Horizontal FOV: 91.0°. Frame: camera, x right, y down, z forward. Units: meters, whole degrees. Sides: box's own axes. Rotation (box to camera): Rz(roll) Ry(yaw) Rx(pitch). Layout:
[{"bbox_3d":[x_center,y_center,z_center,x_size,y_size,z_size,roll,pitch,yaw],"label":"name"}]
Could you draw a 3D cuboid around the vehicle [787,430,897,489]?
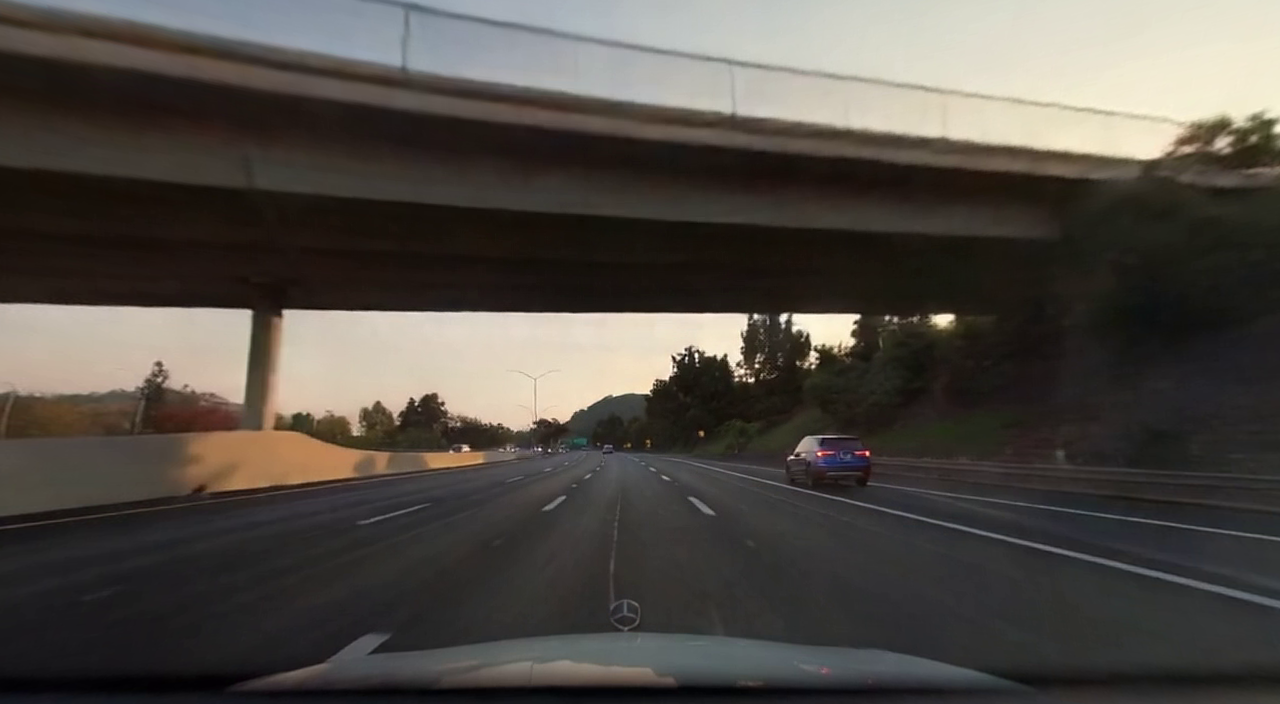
[{"bbox_3d":[6.515,3.519,20.907,2.091,1.711,4.383,0,-9,-1],"label":"vehicle"}]
